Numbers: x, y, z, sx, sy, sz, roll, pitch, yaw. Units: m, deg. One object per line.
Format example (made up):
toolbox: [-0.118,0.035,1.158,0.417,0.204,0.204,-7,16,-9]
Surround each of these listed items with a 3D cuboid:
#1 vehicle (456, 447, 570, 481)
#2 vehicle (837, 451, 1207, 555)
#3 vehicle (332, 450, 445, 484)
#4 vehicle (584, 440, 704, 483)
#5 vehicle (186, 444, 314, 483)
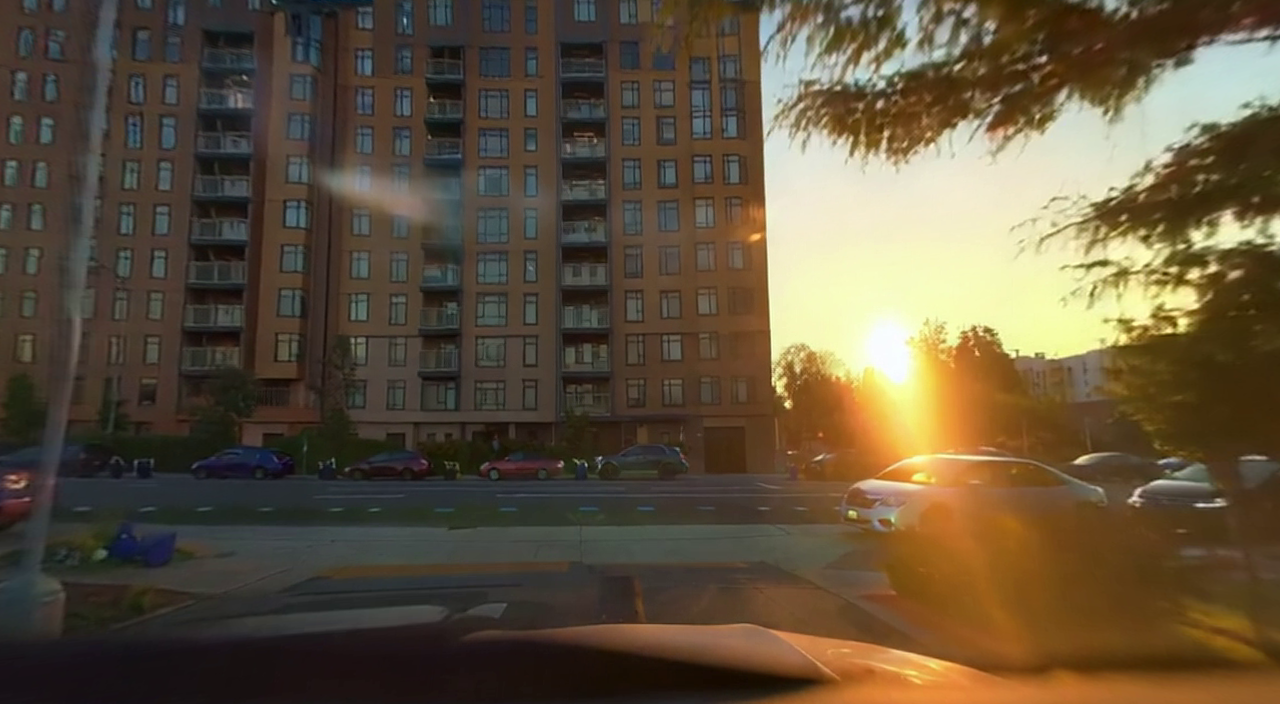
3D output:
vehicle: [-5.715,5.133,28.869,4.851,1.339,1.785,-1,-11,-2]
vehicle: [5.915,2.382,10.332,4.714,1.471,1.978,-1,-8,2]
vehicle: [-11.339,5.211,28.711,4.336,1.438,1.776,1,-8,-3]
vehicle: [0.124,5.003,28.950,5.299,1.860,2.098,1,-10,-4]
vehicle: [-17.465,4.992,28.488,4.426,1.641,1.889,0,-8,-4]
